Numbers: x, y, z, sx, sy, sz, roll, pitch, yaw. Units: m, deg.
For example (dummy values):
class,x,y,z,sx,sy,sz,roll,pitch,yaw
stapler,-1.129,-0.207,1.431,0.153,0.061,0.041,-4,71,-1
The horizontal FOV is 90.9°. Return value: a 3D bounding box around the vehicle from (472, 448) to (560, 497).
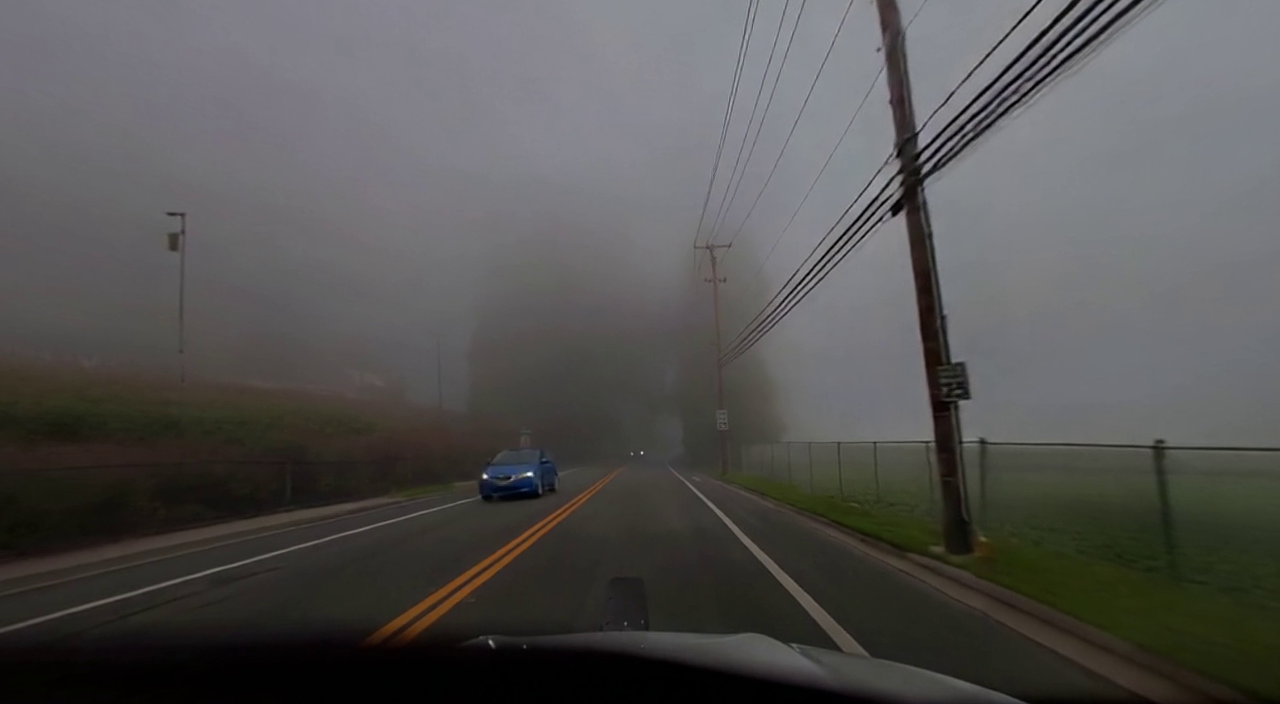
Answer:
class,x,y,z,sx,sy,sz,roll,pitch,yaw
vehicle,-4.066,4.031,21.539,1.975,1.481,4.445,-1,-9,2
